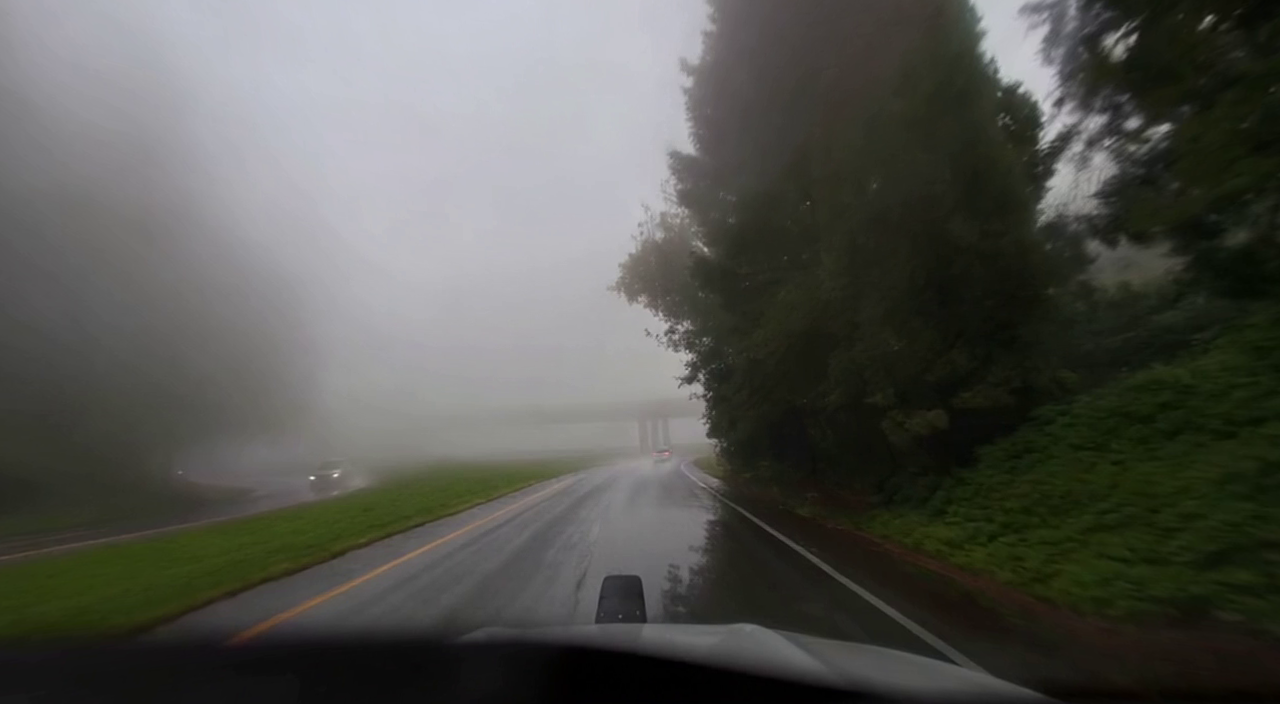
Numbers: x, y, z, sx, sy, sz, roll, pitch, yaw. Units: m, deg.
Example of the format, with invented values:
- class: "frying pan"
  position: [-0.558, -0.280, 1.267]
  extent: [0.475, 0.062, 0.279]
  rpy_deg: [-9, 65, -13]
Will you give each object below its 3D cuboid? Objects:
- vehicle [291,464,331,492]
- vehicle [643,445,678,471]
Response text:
- class: "vehicle"
  position: [-21.683, 8.264, 41.350]
  extent: [1.877, 1.603, 4.215]
  rpy_deg: [5, -10, -33]
- class: "vehicle"
  position: [1.223, 6.368, 37.950]
  extent: [1.980, 1.449, 3.650]
  rpy_deg: [-1, -9, 2]
